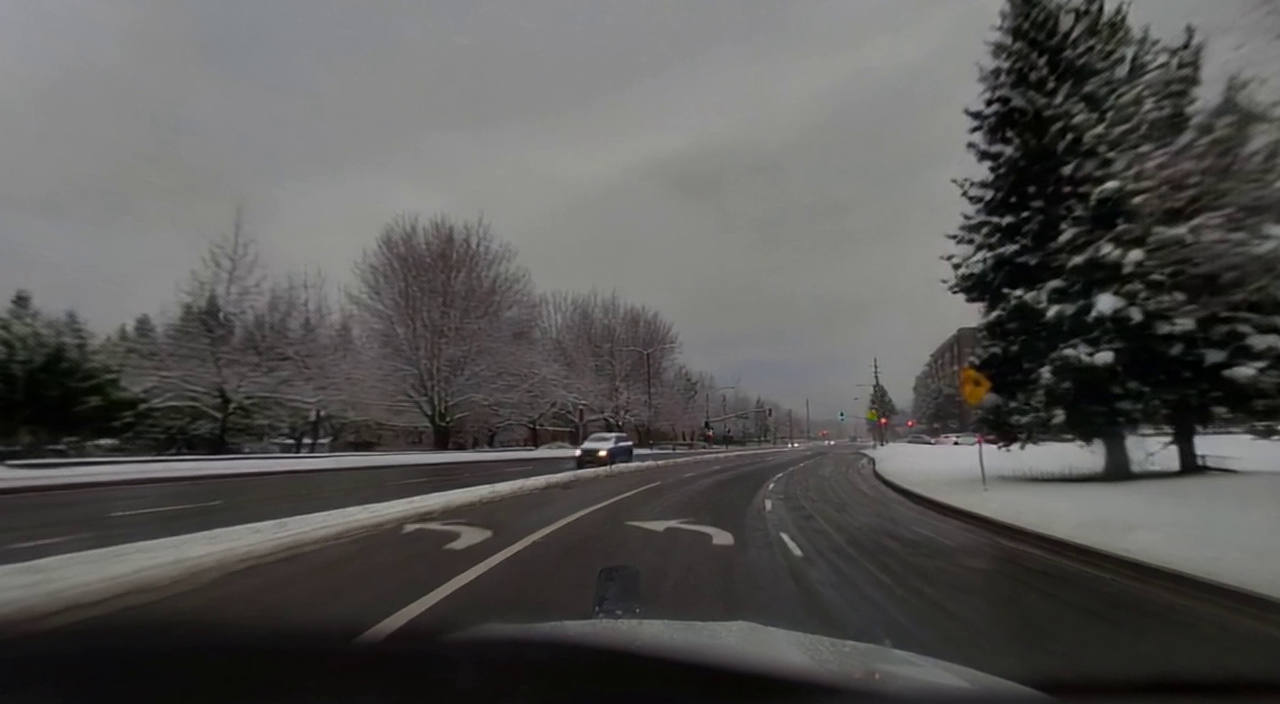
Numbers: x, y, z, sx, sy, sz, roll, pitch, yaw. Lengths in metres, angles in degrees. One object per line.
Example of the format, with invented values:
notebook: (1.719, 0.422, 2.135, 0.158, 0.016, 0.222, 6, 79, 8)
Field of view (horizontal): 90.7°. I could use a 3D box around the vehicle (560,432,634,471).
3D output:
vehicle: (-1.937, 4.718, 30.115, 2.117, 1.683, 4.565, -3, -9, 16)
